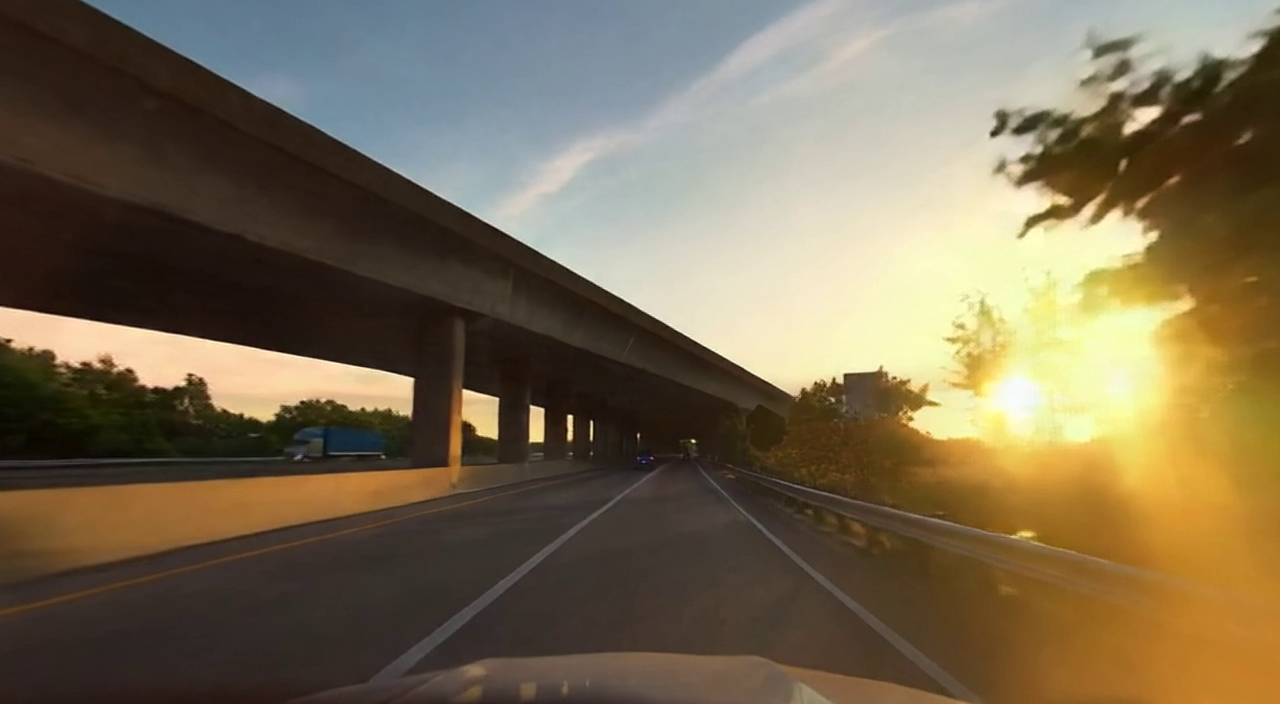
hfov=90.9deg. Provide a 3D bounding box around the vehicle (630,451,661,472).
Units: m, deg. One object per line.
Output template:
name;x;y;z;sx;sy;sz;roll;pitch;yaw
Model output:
vehicle;0.451;8.011;46.251;1.940;1.444;4.024;-1;-9;5
